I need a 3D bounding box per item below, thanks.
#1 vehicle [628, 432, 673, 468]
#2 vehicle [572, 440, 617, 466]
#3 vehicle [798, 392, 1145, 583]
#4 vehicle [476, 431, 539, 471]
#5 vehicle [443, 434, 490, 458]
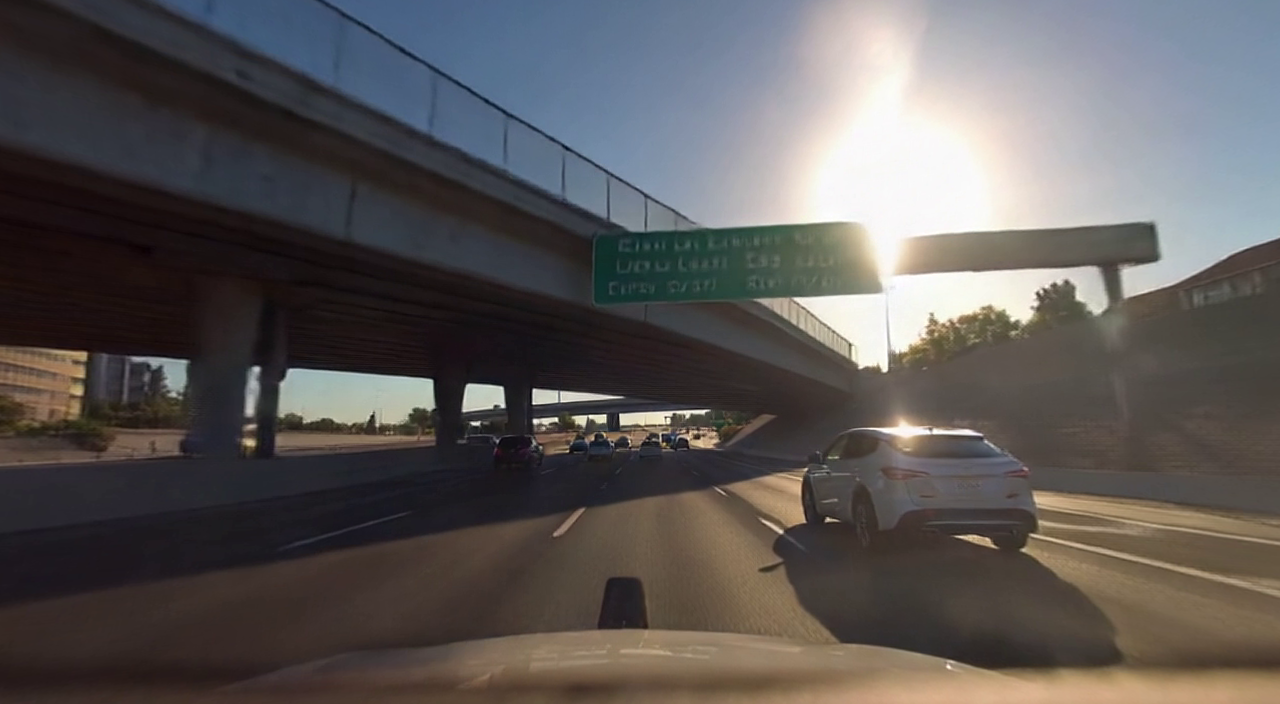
[{"bbox_3d":[0.561,5.030,32.445,2.133,1.739,3.925,0,-8,1],"label":"vehicle"},{"bbox_3d":[-2.525,5.768,36.246,2.205,1.406,4.286,0,-8,1],"label":"vehicle"},{"bbox_3d":[3.784,1.638,8.456,2.083,1.823,4.627,0,-8,0],"label":"vehicle"},{"bbox_3d":[-5.985,4.518,29.020,1.946,1.688,4.019,0,-8,1],"label":"vehicle"},{"bbox_3d":[-12.963,7.091,47.495,2.076,1.701,5.093,0,-8,0],"label":"vehicle"}]
